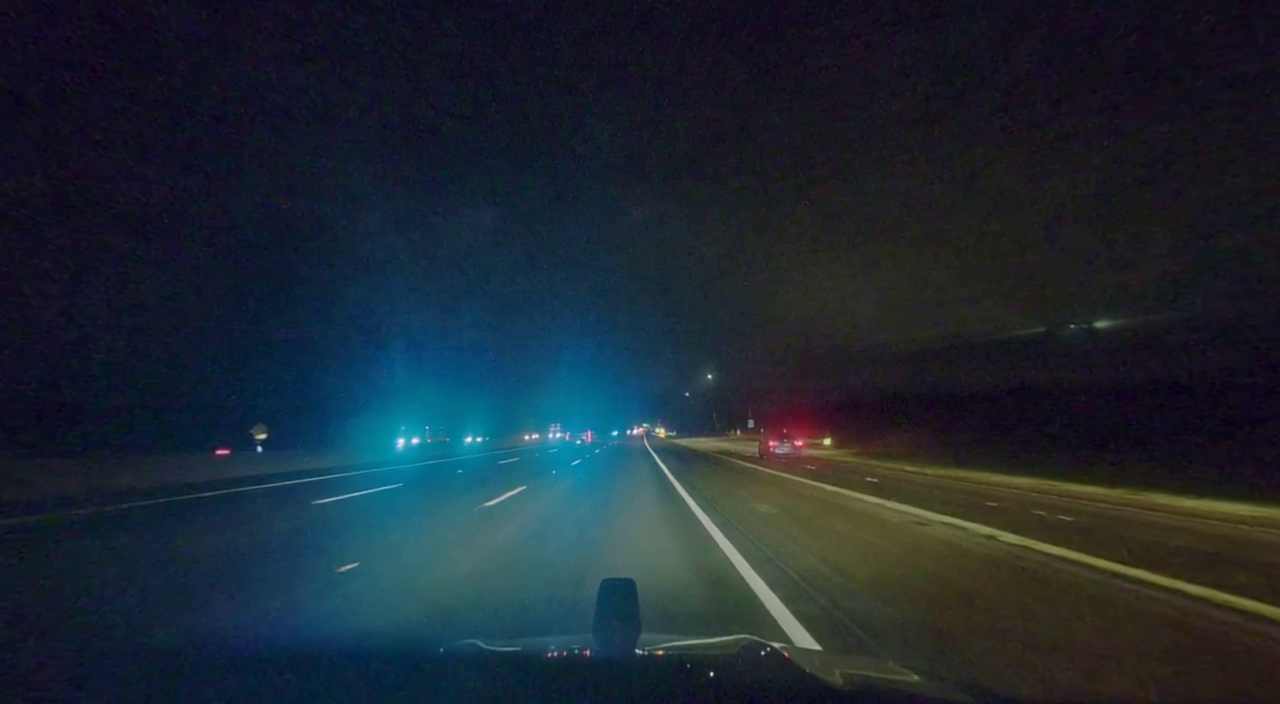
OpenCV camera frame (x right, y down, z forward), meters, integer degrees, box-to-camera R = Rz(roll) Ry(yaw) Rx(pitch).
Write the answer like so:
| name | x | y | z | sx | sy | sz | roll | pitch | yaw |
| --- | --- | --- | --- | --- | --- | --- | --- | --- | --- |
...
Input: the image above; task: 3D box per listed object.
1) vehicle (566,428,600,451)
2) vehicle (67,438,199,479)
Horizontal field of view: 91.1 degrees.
| name | x | y | z | sx | sy | sz | roll | pitch | yaw |
| --- | --- | --- | --- | --- | --- | --- | --- | --- | --- |
| vehicle | -4.325 | 6.663 | 48.100 | 2.152 | 1.679 | 4.442 | 0 | -8 | 0 |
| vehicle | -20.159 | 4.219 | 25.245 | 1.805 | 1.474 | 4.175 | 0 | -8 | 0 |
